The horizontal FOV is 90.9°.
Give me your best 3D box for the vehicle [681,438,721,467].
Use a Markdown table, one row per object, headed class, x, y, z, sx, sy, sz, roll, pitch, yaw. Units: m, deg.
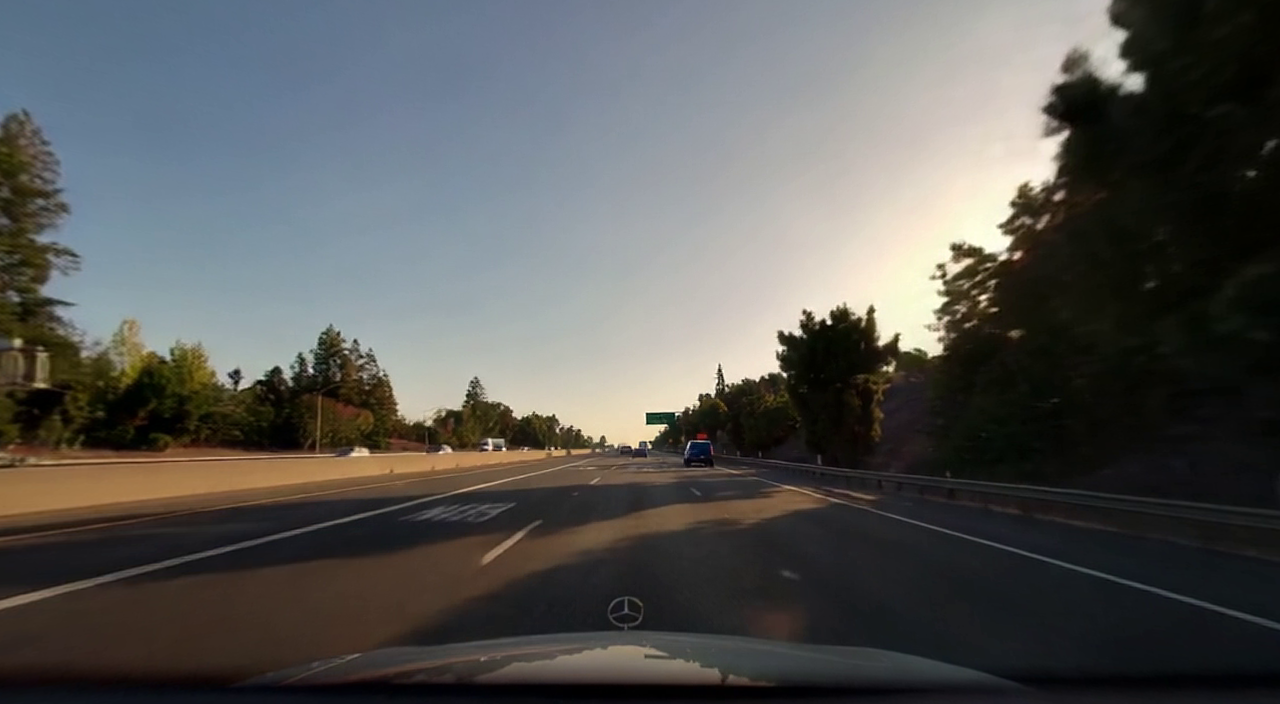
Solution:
| class | x | y | z | sx | sy | sz | roll | pitch | yaw |
| --- | --- | --- | --- | --- | --- | --- | --- | --- | --- |
| vehicle | 4.245 | 7.046 | 44.489 | 2.172 | 1.930 | 4.879 | 0 | -8 | -2 |
